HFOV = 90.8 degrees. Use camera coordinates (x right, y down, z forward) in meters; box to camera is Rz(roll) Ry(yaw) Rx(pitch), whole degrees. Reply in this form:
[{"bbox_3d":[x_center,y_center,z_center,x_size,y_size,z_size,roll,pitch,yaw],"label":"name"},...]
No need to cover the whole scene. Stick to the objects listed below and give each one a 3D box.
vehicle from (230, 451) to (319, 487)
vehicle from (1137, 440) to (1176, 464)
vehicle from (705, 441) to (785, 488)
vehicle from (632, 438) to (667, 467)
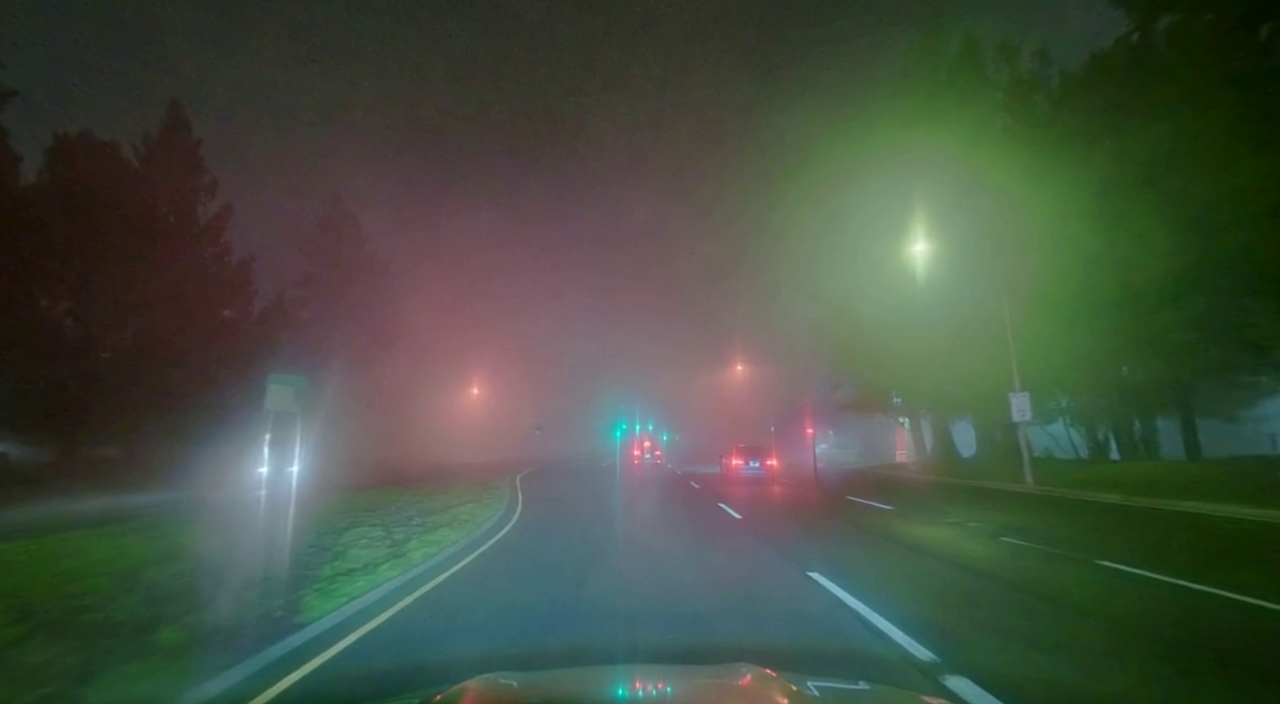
[{"bbox_3d":[-17.537,5.616,30.544,1.901,1.554,3.894,0,-8,0],"label":"vehicle"},{"bbox_3d":[38.743,7.483,47.441,1.875,1.645,4.474,-6,-10,35],"label":"vehicle"},{"bbox_3d":[3.592,3.934,22.481,1.948,1.479,4.620,0,-8,-2],"label":"vehicle"},{"bbox_3d":[0.582,6.575,41.401,1.988,1.800,4.322,1,-9,-3],"label":"vehicle"}]
